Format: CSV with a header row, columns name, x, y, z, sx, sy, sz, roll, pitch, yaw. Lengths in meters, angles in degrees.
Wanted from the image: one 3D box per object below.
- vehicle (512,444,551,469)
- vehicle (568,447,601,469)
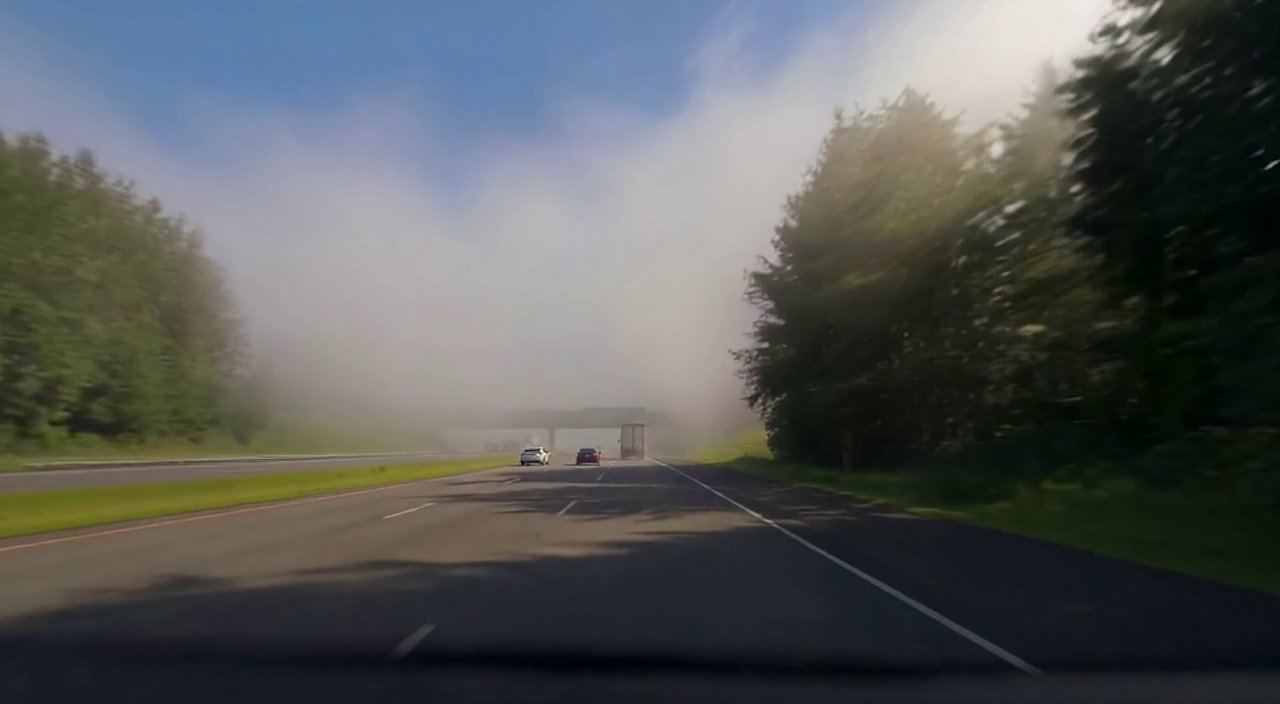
name,x,y,z,sx,sy,sz,roll,pitch,yaw
vehicle,-7.498,7.253,44.091,2.014,1.633,4.090,0,-9,-1
vehicle,-3.886,7.459,44.719,2.073,1.472,4.091,0,-9,-1
